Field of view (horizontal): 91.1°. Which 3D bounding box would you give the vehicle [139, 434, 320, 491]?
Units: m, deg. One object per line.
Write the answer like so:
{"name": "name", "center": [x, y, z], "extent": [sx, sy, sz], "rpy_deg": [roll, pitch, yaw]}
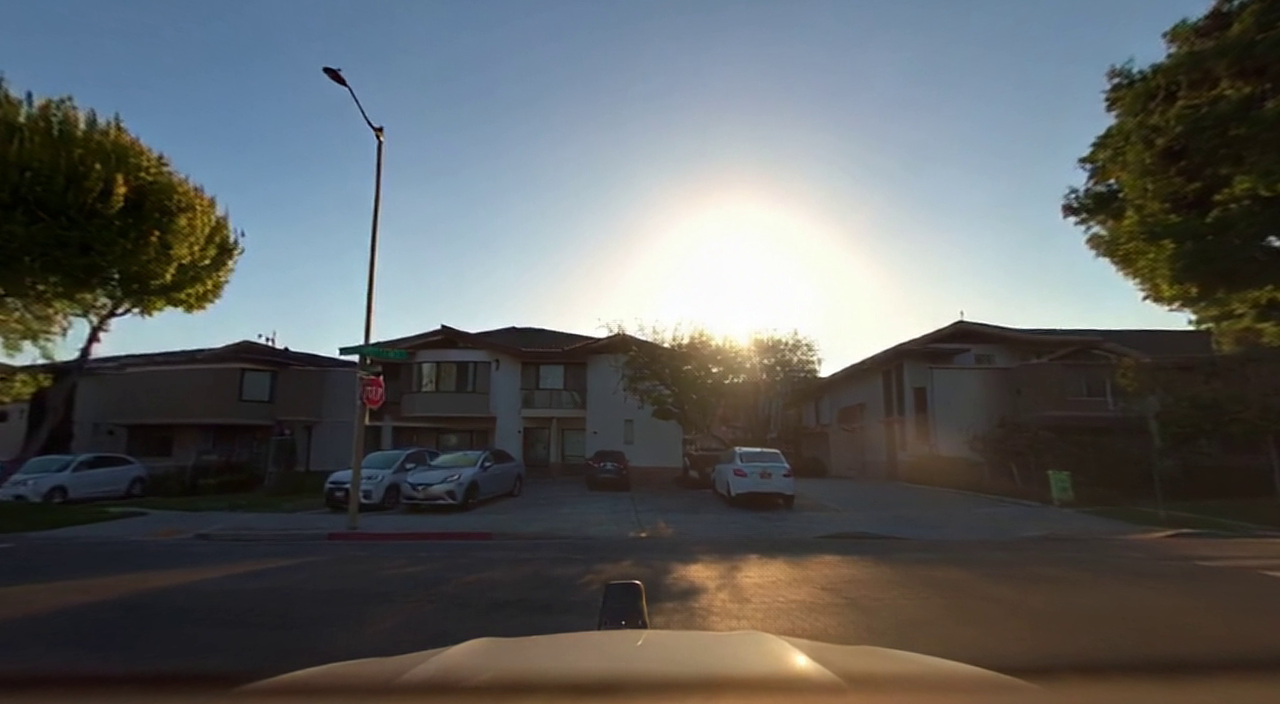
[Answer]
{"name": "vehicle", "center": [-25.019, 6.721, 38.473], "extent": [9.384, 3.230, 2.928], "rpy_deg": [-1, -9, 7]}

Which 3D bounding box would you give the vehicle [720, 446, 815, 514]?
{"name": "vehicle", "center": [4.110, 4.195, 21.356], "extent": [2.305, 1.962, 5.685], "rpy_deg": [0, -9, 3]}

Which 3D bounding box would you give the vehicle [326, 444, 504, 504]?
{"name": "vehicle", "center": [-6.911, 3.776, 19.675], "extent": [4.778, 1.753, 1.959], "rpy_deg": [0, -9, 3]}

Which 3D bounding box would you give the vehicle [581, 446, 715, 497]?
{"name": "vehicle", "center": [0.473, 4.978, 26.716], "extent": [5.798, 1.920, 2.267], "rpy_deg": [9, -12, -44]}

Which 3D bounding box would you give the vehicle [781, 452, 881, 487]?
{"name": "vehicle", "center": [10.800, 6.650, 35.743], "extent": [5.004, 1.797, 1.946], "rpy_deg": [-6, -11, 35]}
